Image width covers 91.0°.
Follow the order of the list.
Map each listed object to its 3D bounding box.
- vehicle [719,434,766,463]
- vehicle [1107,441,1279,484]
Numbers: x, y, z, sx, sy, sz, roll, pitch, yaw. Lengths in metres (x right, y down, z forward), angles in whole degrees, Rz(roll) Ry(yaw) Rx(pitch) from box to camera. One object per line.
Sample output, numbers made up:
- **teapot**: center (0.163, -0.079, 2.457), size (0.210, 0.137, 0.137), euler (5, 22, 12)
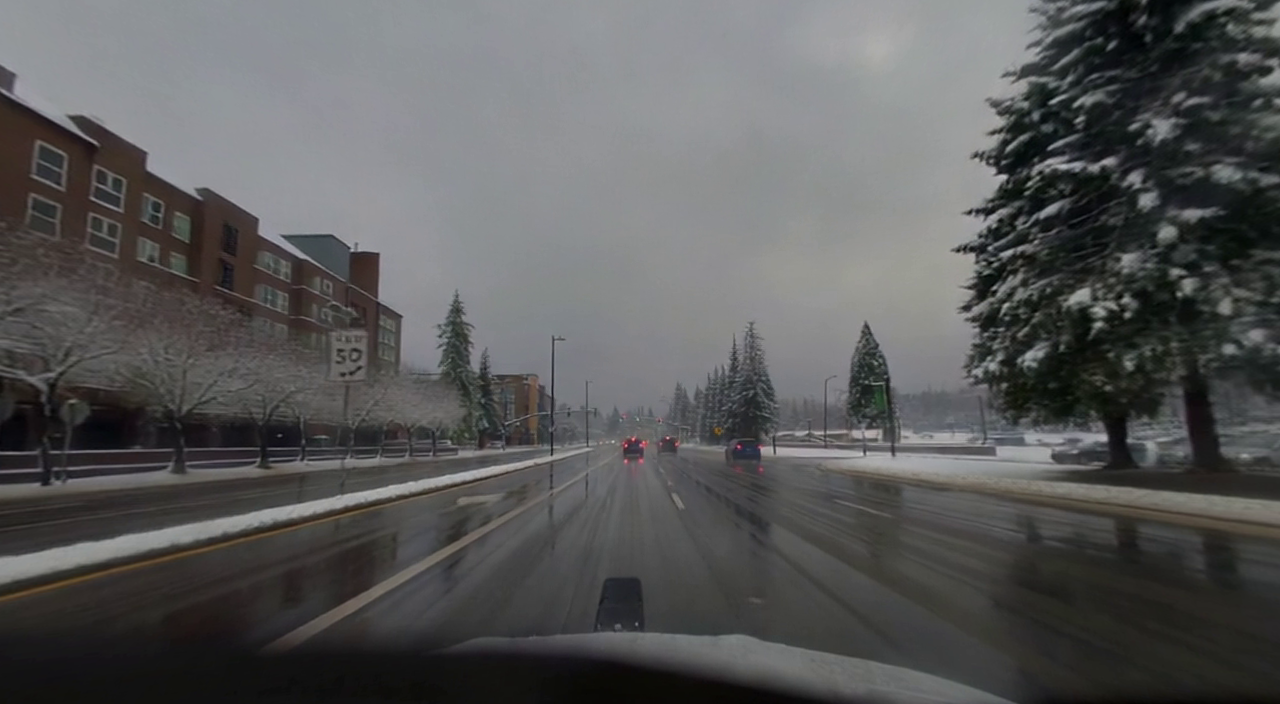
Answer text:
- **vehicle**: center (6.633, 6.366, 41.441), size (2.136, 1.799, 4.796), euler (0, -9, -2)
- **vehicle**: center (19.907, 3.952, 22.626), size (4.653, 1.438, 1.939), euler (0, -9, -2)
